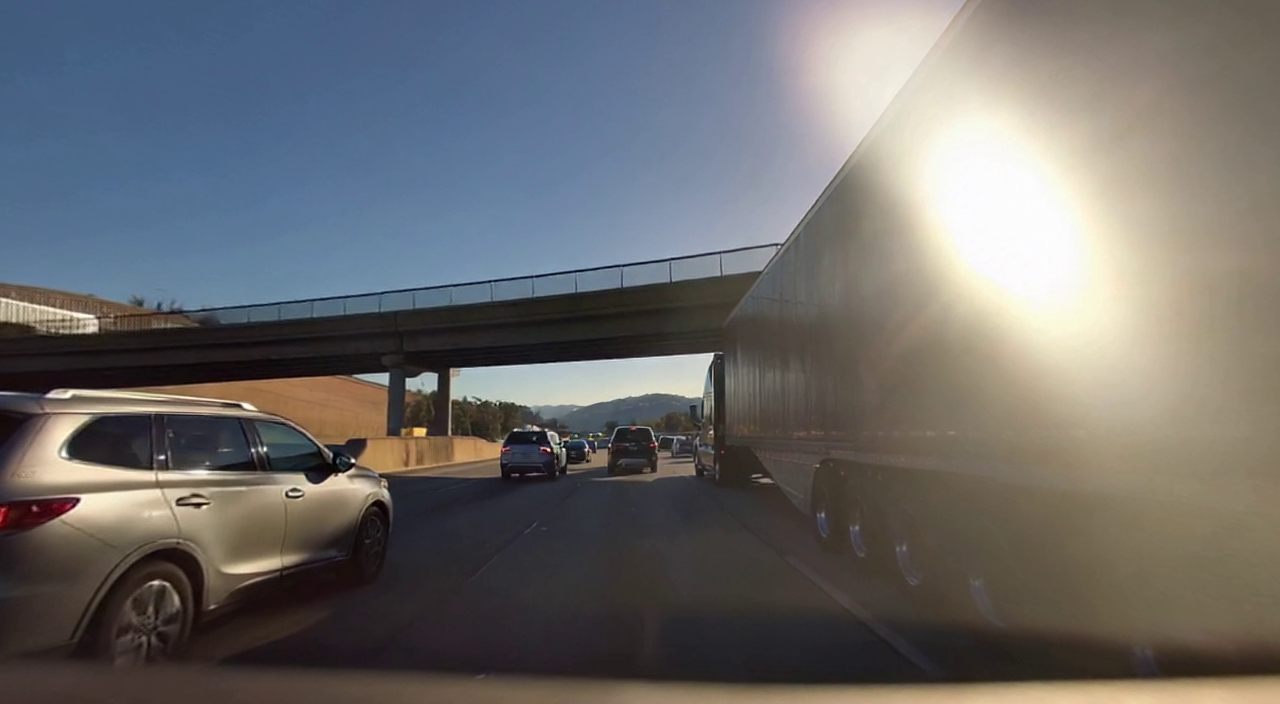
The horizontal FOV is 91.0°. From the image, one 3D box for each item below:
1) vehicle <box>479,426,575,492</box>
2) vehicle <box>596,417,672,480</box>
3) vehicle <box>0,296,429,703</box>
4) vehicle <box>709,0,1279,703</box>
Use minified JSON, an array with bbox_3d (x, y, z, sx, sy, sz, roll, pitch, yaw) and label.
[{"bbox_3d":[-3.373,3.309,19.832,2.120,1.812,4.659,0,-8,0],"label":"vehicle"},{"bbox_3d":[-0.226,3.887,25.477,2.704,2.216,5.804,0,-8,0],"label":"vehicle"},{"bbox_3d":[-3.298,0.999,4.024,2.193,1.803,4.958,0,-8,0],"label":"vehicle"},{"bbox_3d":[3.481,0.644,9.647,2.852,4.121,16.210,0,-8,-1],"label":"vehicle"}]
